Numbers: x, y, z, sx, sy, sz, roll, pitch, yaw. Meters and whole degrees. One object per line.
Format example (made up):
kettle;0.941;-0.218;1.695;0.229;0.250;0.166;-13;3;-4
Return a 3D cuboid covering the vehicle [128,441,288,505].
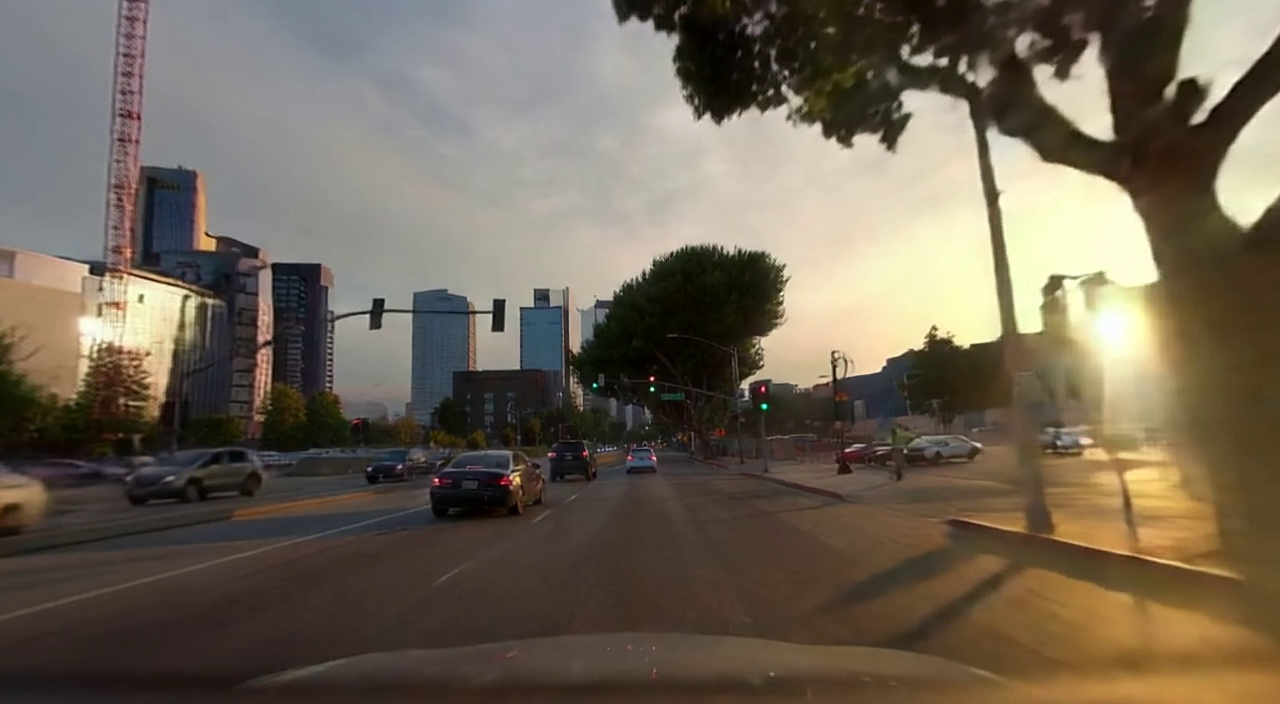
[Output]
vehicle;-15.463;4.316;23.042;2.270;1.978;5.032;-3;-9;0

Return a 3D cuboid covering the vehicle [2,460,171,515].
vehicle;-19.334;4.706;22.362;1.965;1.539;4.461;-4;-9;1

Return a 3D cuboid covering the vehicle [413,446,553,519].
vehicle;-3.390;2.902;14.632;1.959;1.406;4.527;0;-9;2

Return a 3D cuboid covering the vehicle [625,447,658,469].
vehicle;0.118;7.211;43.178;2.171;1.422;4.146;0;-9;1

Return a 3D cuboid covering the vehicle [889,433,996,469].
vehicle;13.444;4.372;28.078;4.061;1.465;1.803;2;-8;-17

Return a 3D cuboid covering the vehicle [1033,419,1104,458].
vehicle;23.677;4.798;34.721;2.304;1.936;5.023;-8;-12;42

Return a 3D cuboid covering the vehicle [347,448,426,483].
vehicle;-11.642;5.191;29.191;1.898;1.498;3.913;0;-9;2

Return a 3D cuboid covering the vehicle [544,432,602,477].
vehicle;-3.202;5.079;31.336;2.240;2.054;4.662;0;-9;2
